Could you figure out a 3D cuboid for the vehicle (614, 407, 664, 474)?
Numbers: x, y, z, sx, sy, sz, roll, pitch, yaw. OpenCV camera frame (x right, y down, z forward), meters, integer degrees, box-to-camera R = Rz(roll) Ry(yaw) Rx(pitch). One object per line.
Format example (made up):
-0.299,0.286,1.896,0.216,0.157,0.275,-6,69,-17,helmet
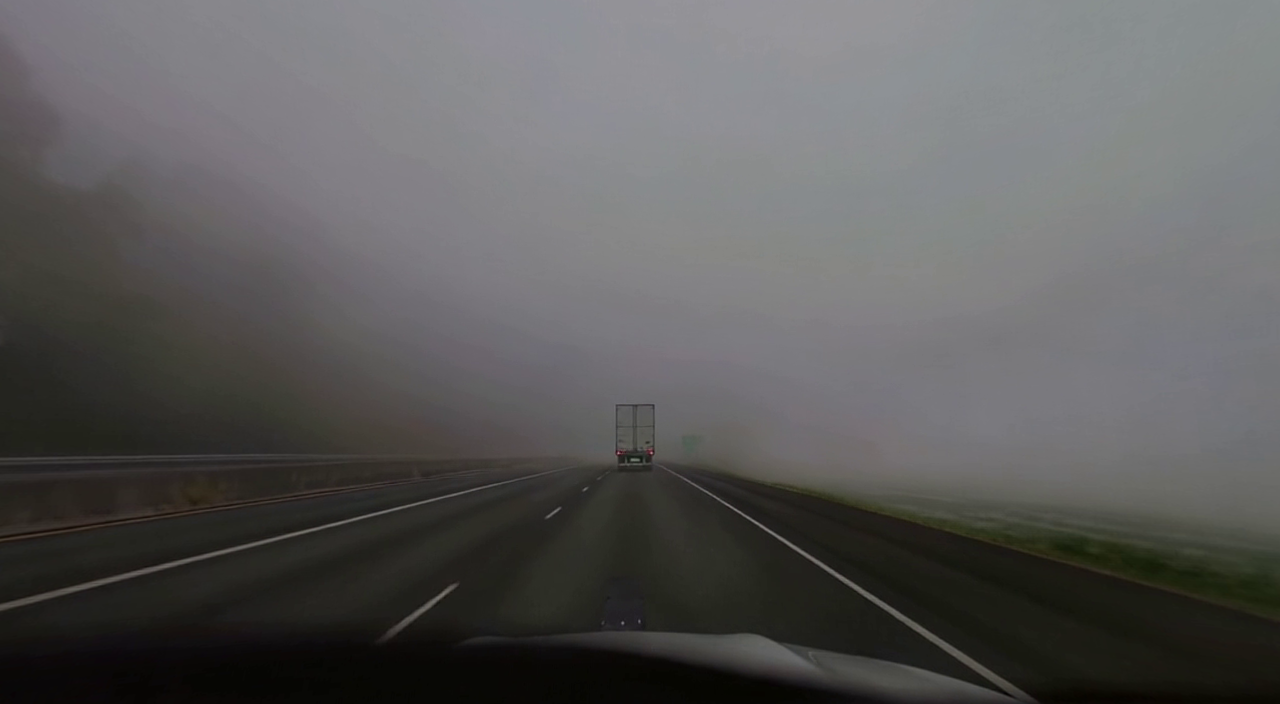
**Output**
-0.092,6.129,42.992,2.982,3.947,11.075,0,-9,0,vehicle
